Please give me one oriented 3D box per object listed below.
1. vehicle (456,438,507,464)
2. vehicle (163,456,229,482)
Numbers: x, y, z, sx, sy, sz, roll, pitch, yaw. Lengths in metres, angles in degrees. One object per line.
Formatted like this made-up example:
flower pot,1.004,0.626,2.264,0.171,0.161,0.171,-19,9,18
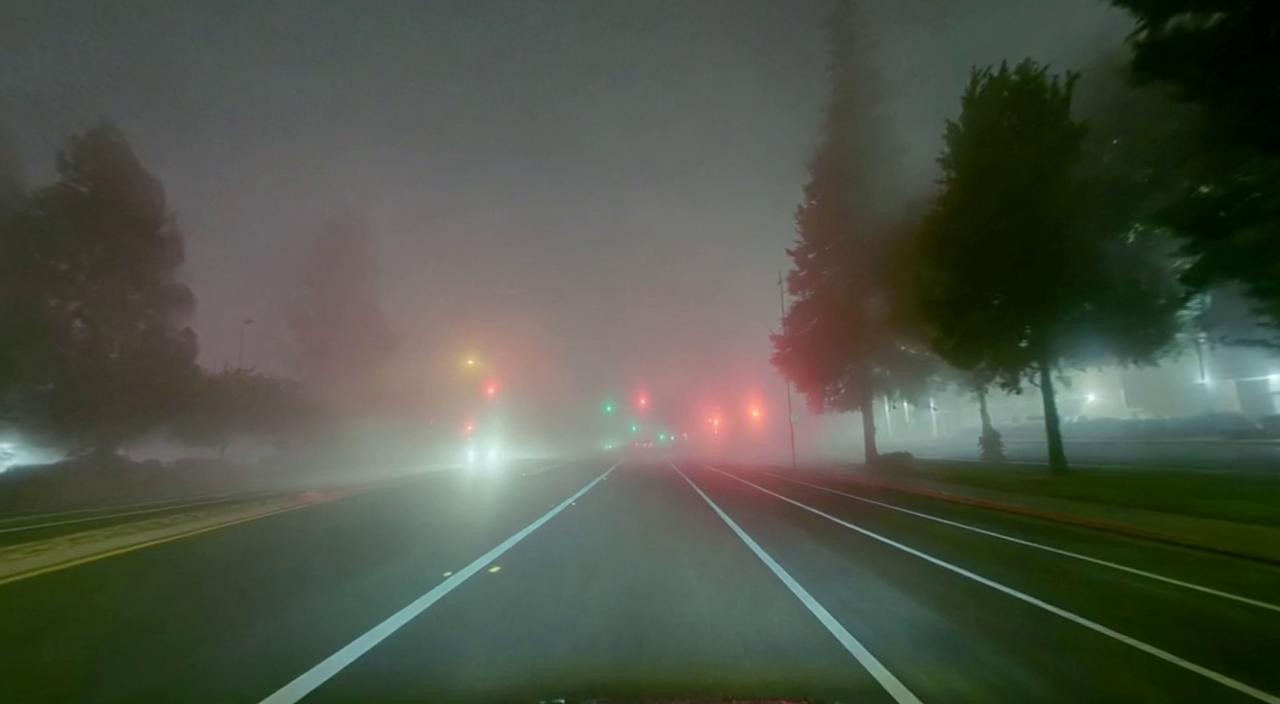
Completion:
vehicle,-12.109,7.598,48.535,2.225,1.876,5.661,0,-8,2
vehicle,-34.278,9.027,48.858,2.020,1.812,4.914,1,-8,-7
